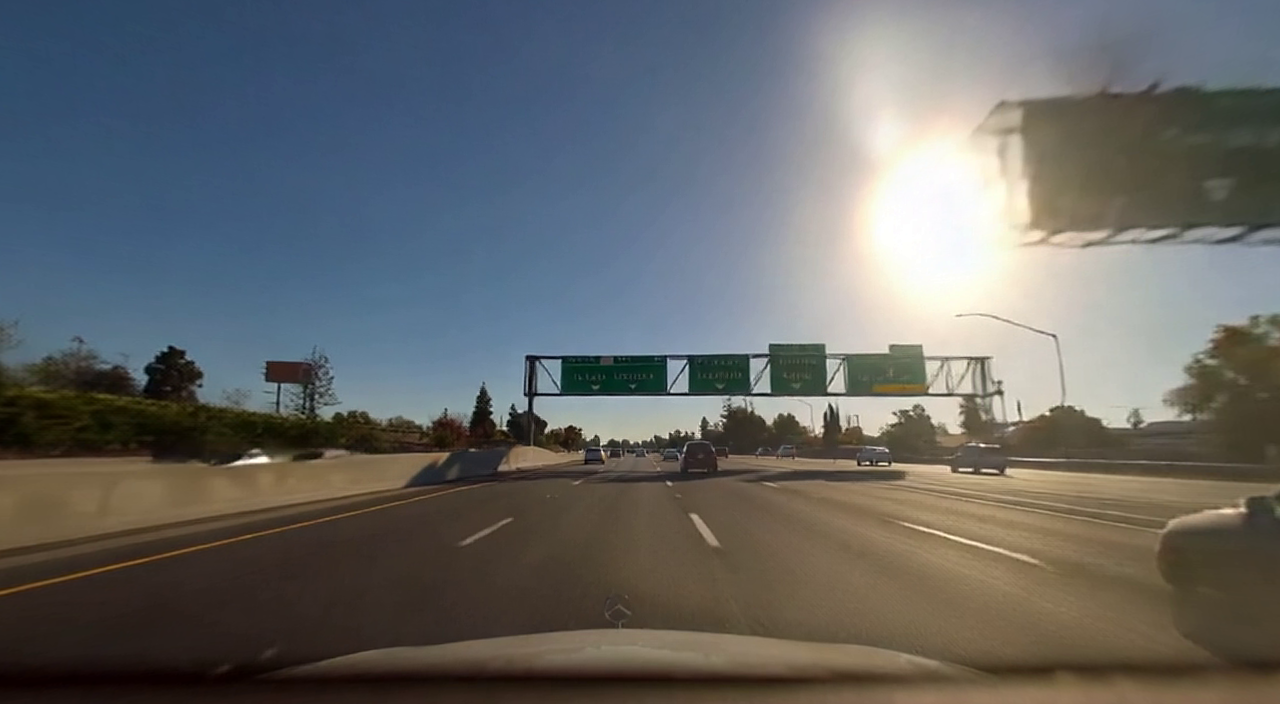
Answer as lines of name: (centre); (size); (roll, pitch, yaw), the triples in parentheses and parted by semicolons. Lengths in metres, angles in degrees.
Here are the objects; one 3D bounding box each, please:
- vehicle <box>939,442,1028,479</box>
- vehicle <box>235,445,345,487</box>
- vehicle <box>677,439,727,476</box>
vehicle: (17.932, 5.658, 33.185); (2.116, 1.754, 4.727); (0, -9, 2)
vehicle: (-14.116, 4.590, 25.744); (1.865, 1.533, 4.476); (0, -8, 0)
vehicle: (3.197, 5.554, 33.290); (2.147, 1.794, 4.538); (1, -8, 0)
